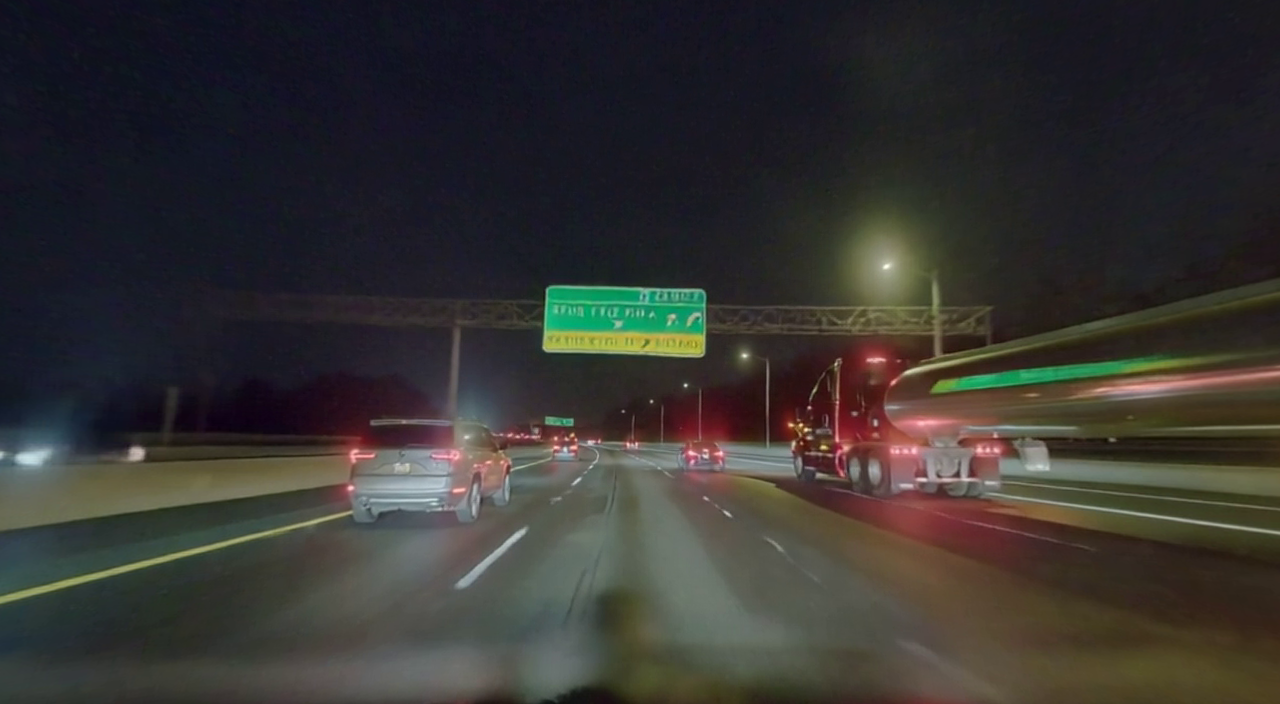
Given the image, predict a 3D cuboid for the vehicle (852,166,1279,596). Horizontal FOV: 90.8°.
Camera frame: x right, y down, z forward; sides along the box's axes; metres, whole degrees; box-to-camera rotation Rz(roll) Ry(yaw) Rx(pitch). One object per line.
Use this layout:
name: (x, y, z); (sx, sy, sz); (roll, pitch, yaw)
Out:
vehicle: (7.380, 0.887, 9.993); (3.548, 3.827, 11.870); (0, -8, -2)

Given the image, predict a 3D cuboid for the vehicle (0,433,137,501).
vehicle: (-14.987, 2.712, 15.145); (1.890, 1.483, 4.883); (0, -8, -1)

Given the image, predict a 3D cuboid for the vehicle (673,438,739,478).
vehicle: (2.694, 4.444, 26.760); (2.053, 1.510, 4.400); (0, -8, -3)

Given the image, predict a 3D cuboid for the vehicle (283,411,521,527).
vehicle: (-4.343, 2.287, 13.011); (2.684, 1.839, 5.803); (0, -8, 0)

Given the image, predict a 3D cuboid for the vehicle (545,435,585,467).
vehicle: (-4.596, 6.156, 39.316); (2.149, 1.843, 4.348); (0, -8, -3)
